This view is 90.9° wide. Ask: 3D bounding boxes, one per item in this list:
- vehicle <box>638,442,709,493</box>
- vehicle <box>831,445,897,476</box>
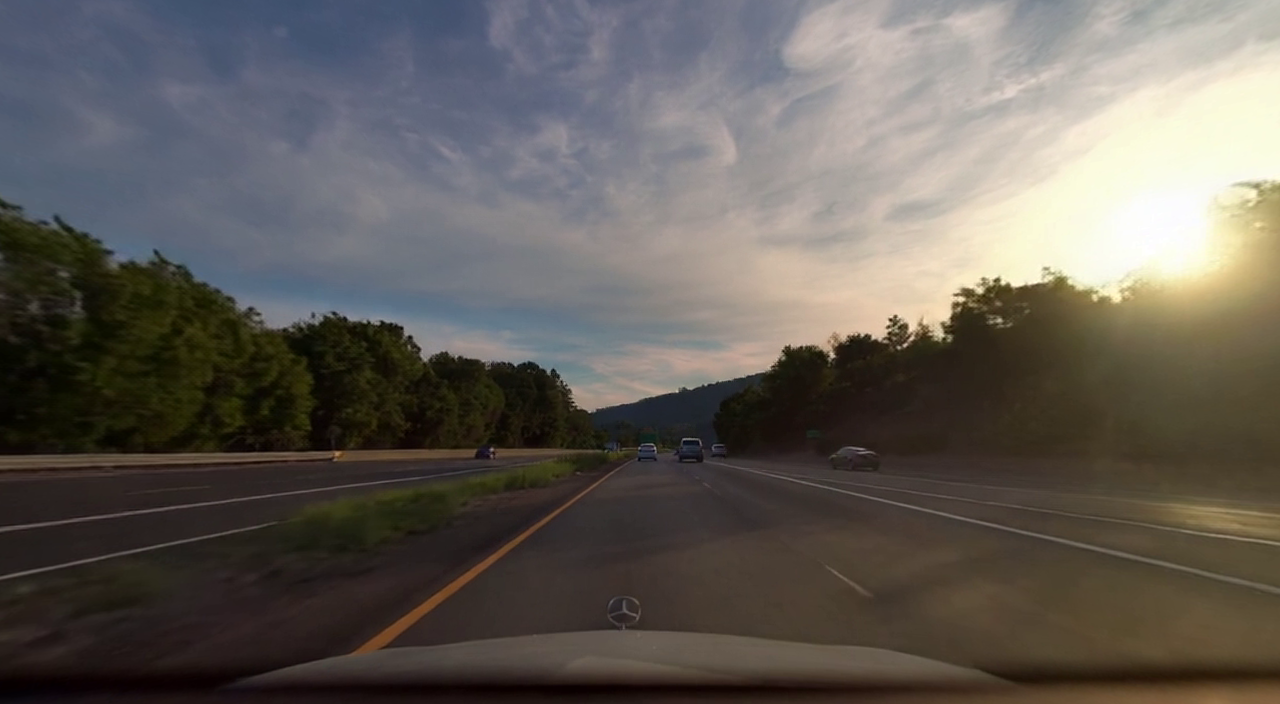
[{"bbox_3d":[0.972,3.699,20.537,2.053,1.483,4.185,0,-9,0],"label":"vehicle"},{"bbox_3d":[11.653,5.647,33.015,1.926,1.483,3.528,0,-9,-4],"label":"vehicle"}]
